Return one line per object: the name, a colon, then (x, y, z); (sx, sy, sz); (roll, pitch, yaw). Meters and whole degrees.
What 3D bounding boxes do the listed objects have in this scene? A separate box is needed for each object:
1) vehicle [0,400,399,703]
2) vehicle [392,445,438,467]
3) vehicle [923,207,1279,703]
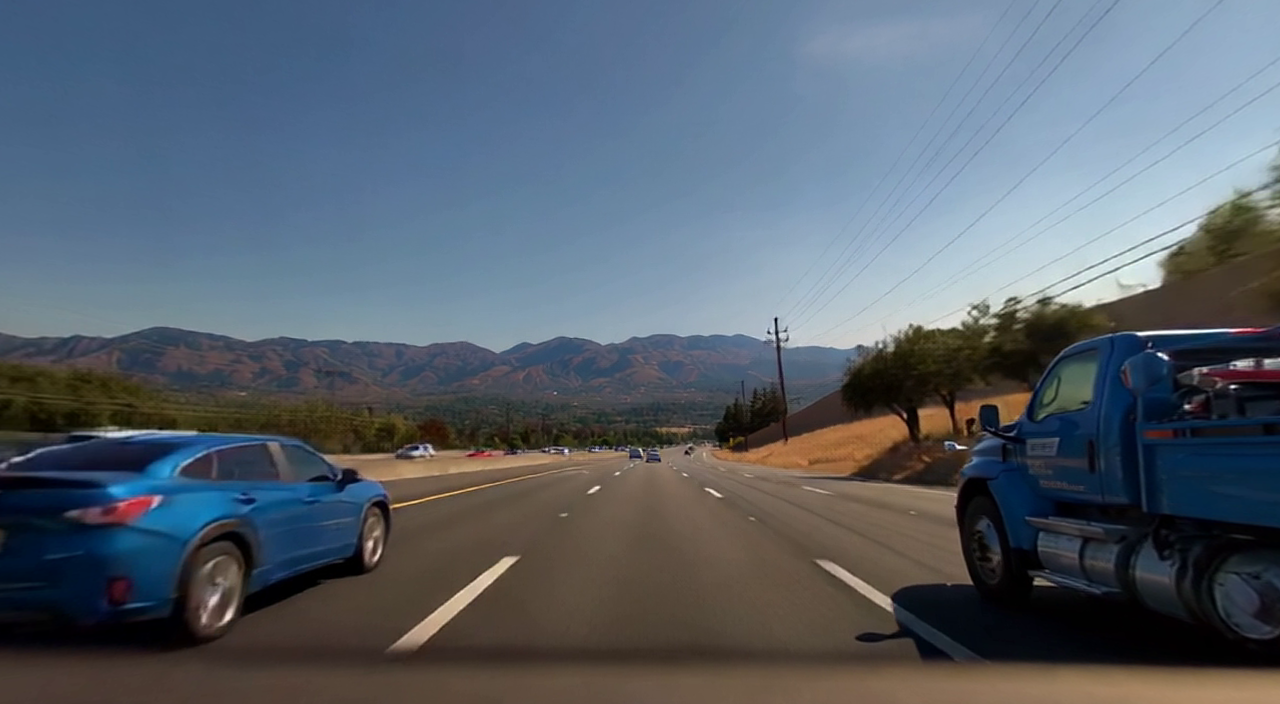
vehicle: (-3.702, 1.248, 4.614); (1.974, 1.493, 4.563); (0, -9, 1)
vehicle: (-17.775, 8.225, 49.797); (1.894, 1.695, 4.457); (0, -9, 2)
vehicle: (3.631, 0.525, 1.850); (2.538, 2.228, 6.370); (0, -9, -1)
